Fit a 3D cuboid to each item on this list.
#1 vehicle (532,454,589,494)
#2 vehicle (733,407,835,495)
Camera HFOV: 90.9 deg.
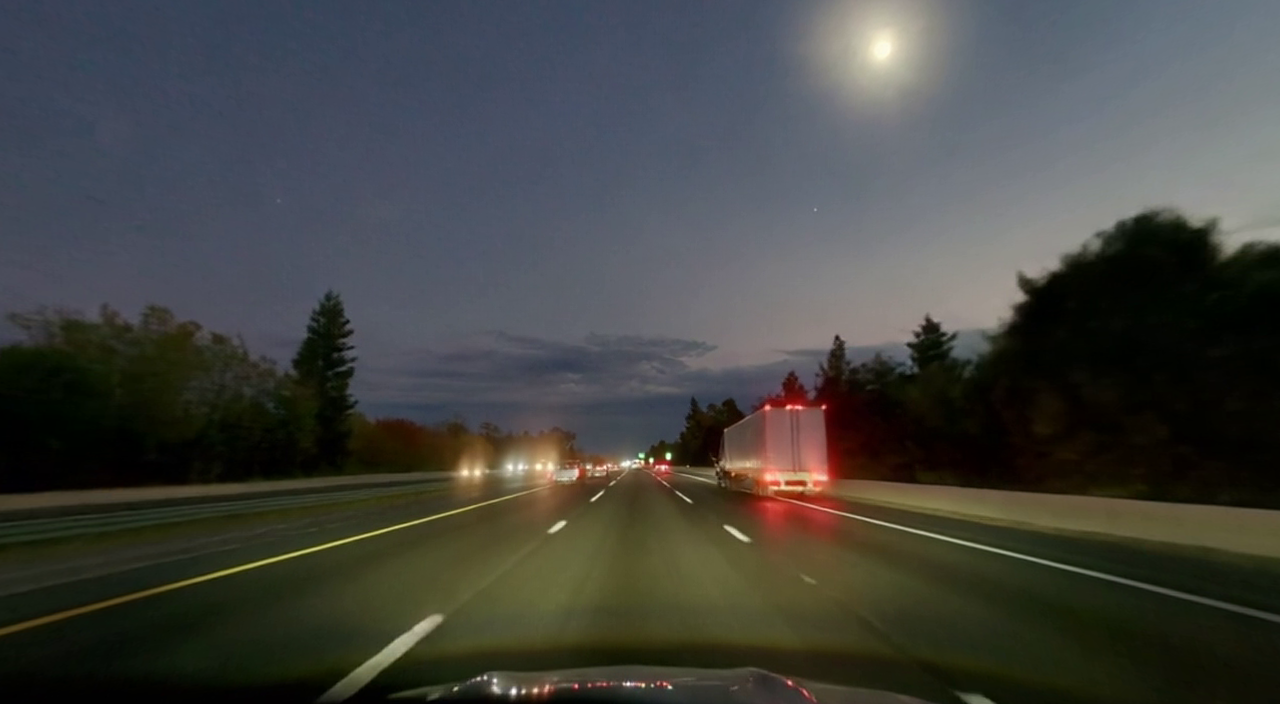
[{"bbox_3d":[-4.016,6.307,32.669,2.272,1.873,4.832,1,-11,0],"label":"vehicle"},{"bbox_3d":[7.415,5.623,34.143,3.235,4.088,9.243,1,-12,0],"label":"vehicle"}]
